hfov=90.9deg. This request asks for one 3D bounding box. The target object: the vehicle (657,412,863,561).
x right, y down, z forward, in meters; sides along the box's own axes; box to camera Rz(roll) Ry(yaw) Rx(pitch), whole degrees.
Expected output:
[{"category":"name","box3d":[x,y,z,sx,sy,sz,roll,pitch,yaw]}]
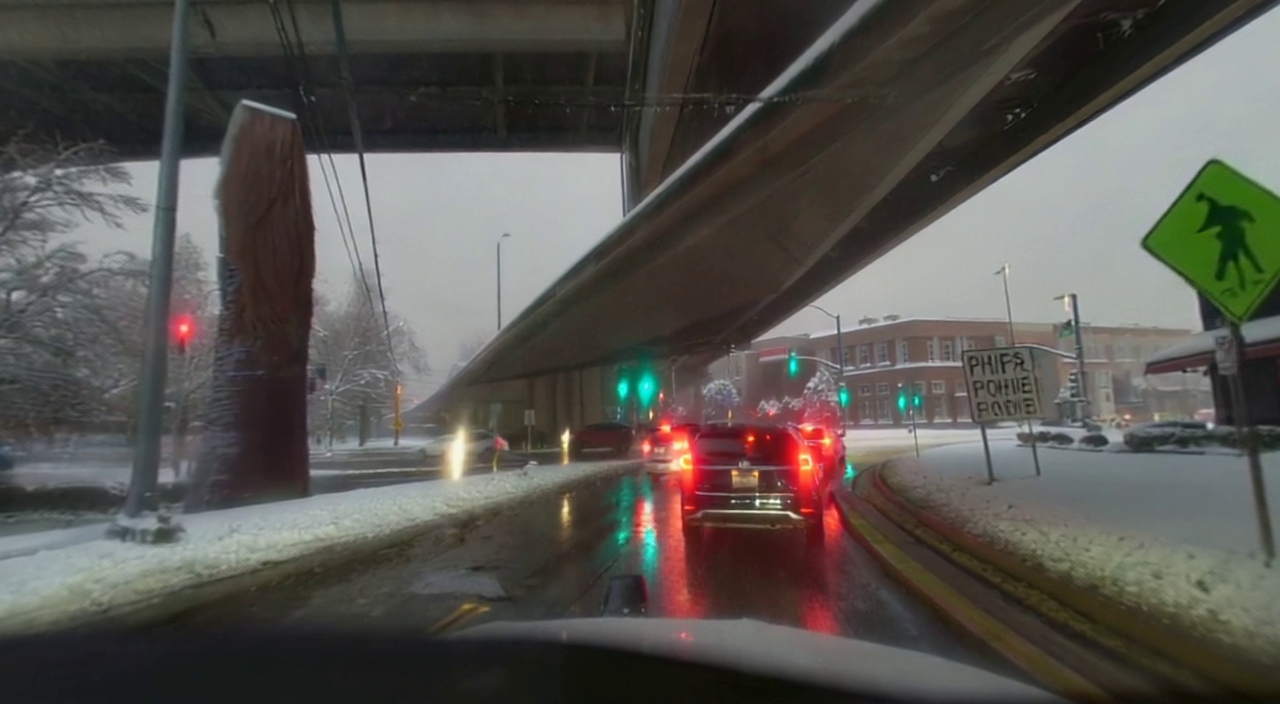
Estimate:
[{"category":"vehicle","box3d":[1.719,1.775,9.093,2.195,1.571,4.353,-2,-8,12]}]

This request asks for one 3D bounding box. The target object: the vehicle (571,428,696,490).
[{"category":"vehicle","box3d":[-0.004,3.021,18.221,2.214,1.519,4.704,-3,-9,18]}]

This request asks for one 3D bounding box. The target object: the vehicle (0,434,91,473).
[{"category":"vehicle","box3d":[-33.661,5.446,34.084,5.457,2.021,2.213,2,-9,-15]}]
